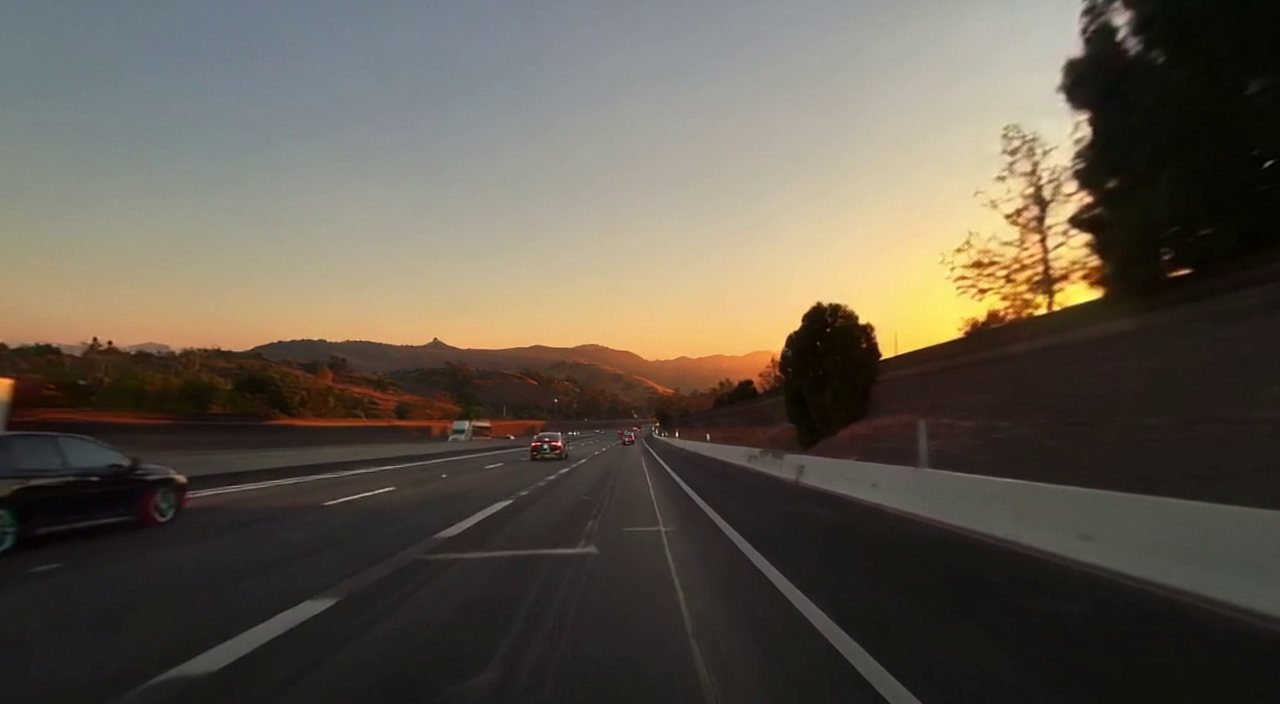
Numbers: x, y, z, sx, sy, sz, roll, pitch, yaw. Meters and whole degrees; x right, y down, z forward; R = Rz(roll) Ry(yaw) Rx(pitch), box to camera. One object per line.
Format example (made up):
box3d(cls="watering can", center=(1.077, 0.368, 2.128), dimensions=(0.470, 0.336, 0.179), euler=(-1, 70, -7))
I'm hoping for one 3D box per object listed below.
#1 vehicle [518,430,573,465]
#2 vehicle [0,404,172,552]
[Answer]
box3d(cls="vehicle", center=(-4.552, 4.654, 30.935), dimensions=(2.064, 1.571, 4.225), euler=(0, -8, 0))
box3d(cls="vehicle", center=(-8.200, 1.445, 7.331), dimensions=(2.113, 1.632, 4.409), euler=(0, -8, -1))
